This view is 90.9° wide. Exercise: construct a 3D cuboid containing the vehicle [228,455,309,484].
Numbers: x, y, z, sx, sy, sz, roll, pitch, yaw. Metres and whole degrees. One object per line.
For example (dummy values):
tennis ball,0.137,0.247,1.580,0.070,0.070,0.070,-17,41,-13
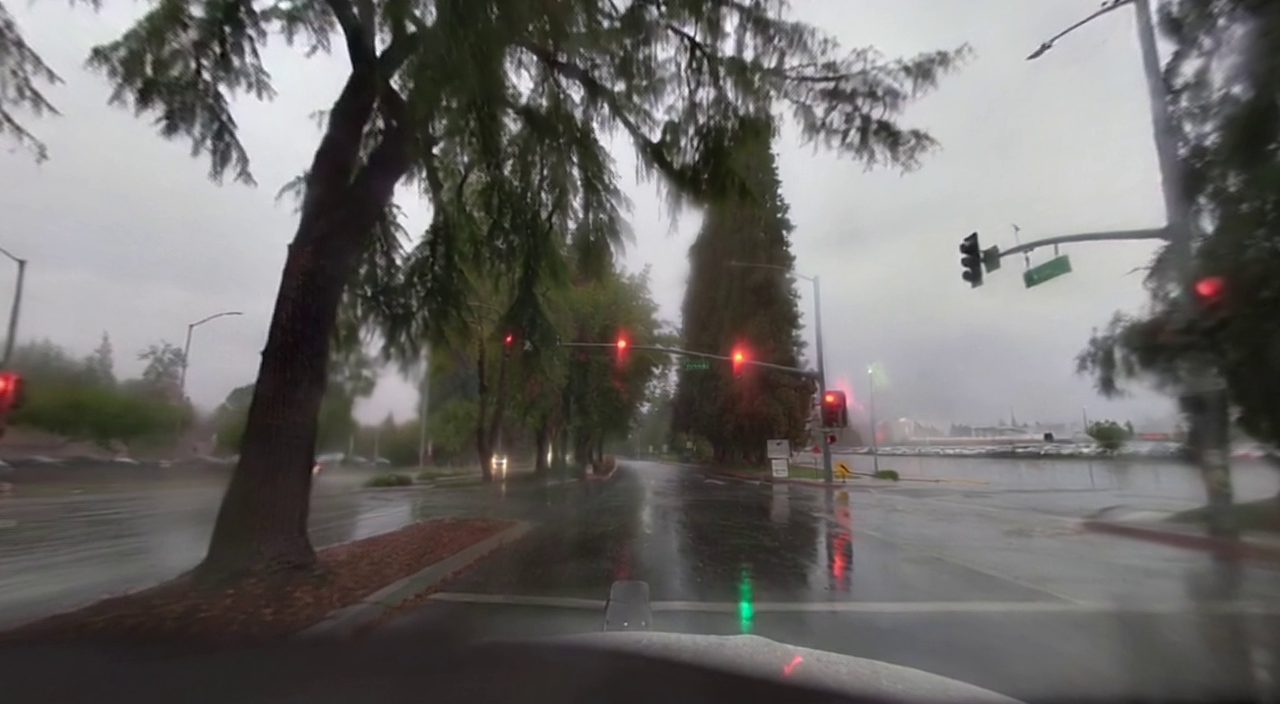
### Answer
vehicle,-21.034,6.633,35.897,1.965,1.475,4.269,0,-8,1
